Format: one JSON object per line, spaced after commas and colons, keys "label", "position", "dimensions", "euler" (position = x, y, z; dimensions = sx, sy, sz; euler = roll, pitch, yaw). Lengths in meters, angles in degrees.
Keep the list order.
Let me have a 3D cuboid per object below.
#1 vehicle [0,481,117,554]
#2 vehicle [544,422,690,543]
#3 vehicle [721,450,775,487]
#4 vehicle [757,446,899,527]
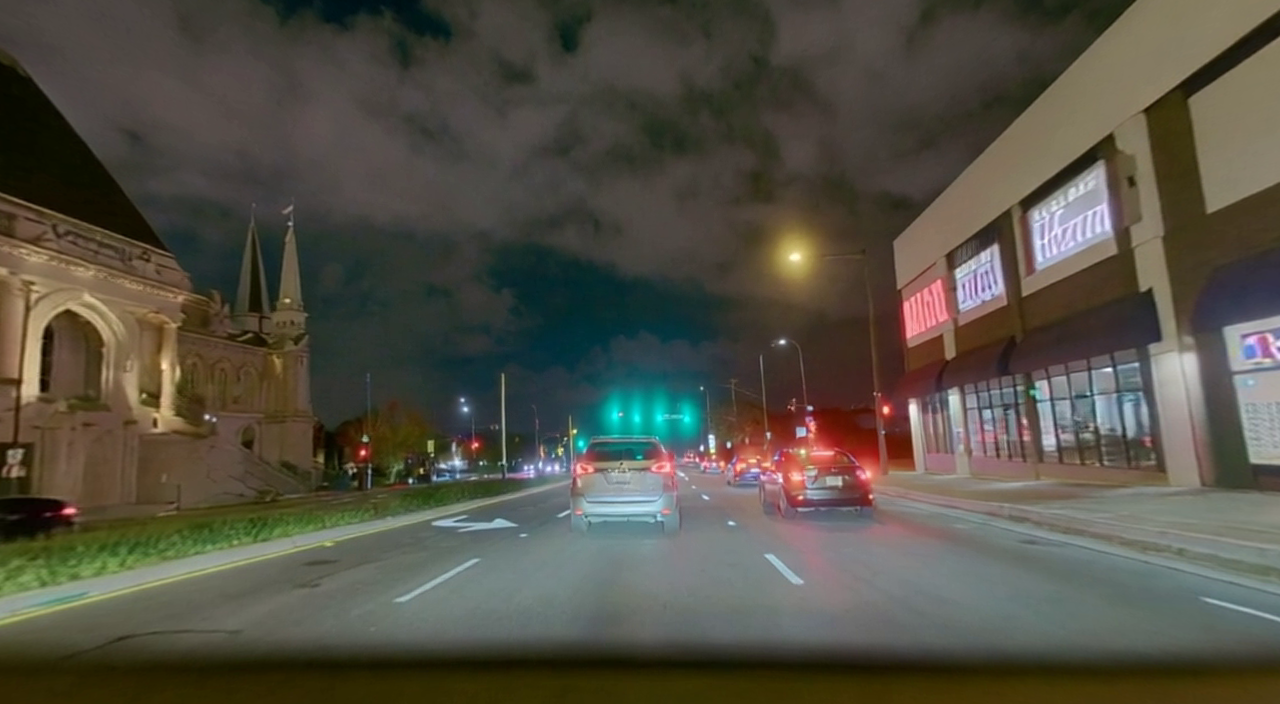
{"label": "vehicle", "position": [-16.127, 4.154, 15.836], "dimensions": [1.901, 1.532, 4.733], "euler": [0, -9, 1]}
{"label": "vehicle", "position": [-0.252, 2.266, 11.548], "dimensions": [2.168, 1.776, 4.135], "euler": [-1, -9, 3]}
{"label": "vehicle", "position": [4.794, 5.214, 28.603], "dimensions": [1.890, 1.491, 4.166], "euler": [-1, -9, 2]}
{"label": "vehicle", "position": [3.902, 2.829, 13.976], "dimensions": [1.883, 1.472, 4.471], "euler": [-1, -9, 2]}
